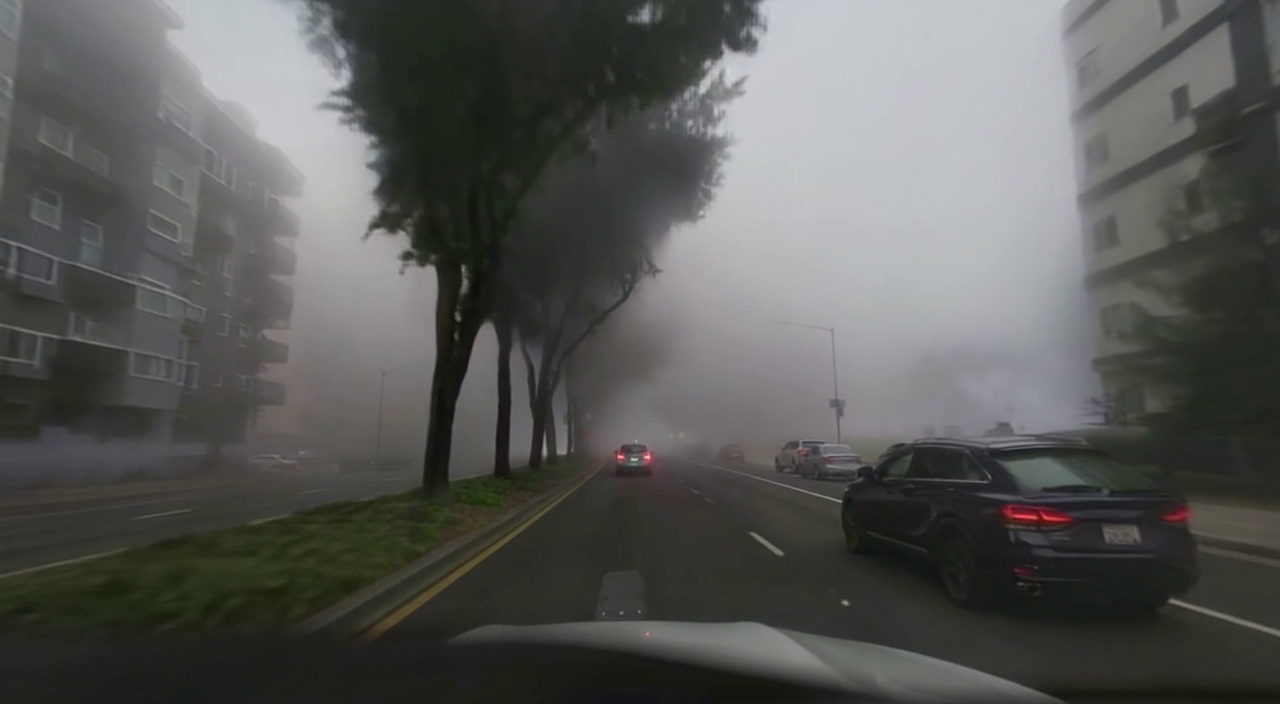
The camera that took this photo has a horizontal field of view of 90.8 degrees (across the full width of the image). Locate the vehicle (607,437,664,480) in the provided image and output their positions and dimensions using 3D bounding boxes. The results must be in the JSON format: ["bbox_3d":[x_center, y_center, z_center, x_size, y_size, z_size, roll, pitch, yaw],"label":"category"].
[{"bbox_3d":[-0.175,4.046,24.153,2.006,1.487,3.535,0,-9,0],"label":"vehicle"}]

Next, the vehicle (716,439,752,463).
[{"bbox_3d":[7.281,7.745,49.374,2.115,1.739,4.528,0,-9,-1],"label":"vehicle"}]

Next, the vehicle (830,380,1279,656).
[{"bbox_3d":[3.478,1.337,6.072,1.949,1.723,4.020,0,-9,-1],"label":"vehicle"}]

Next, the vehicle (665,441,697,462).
[{"bbox_3d":[3.012,7.401,46.943,1.910,1.474,4.003,0,-9,-2],"label":"vehicle"}]
